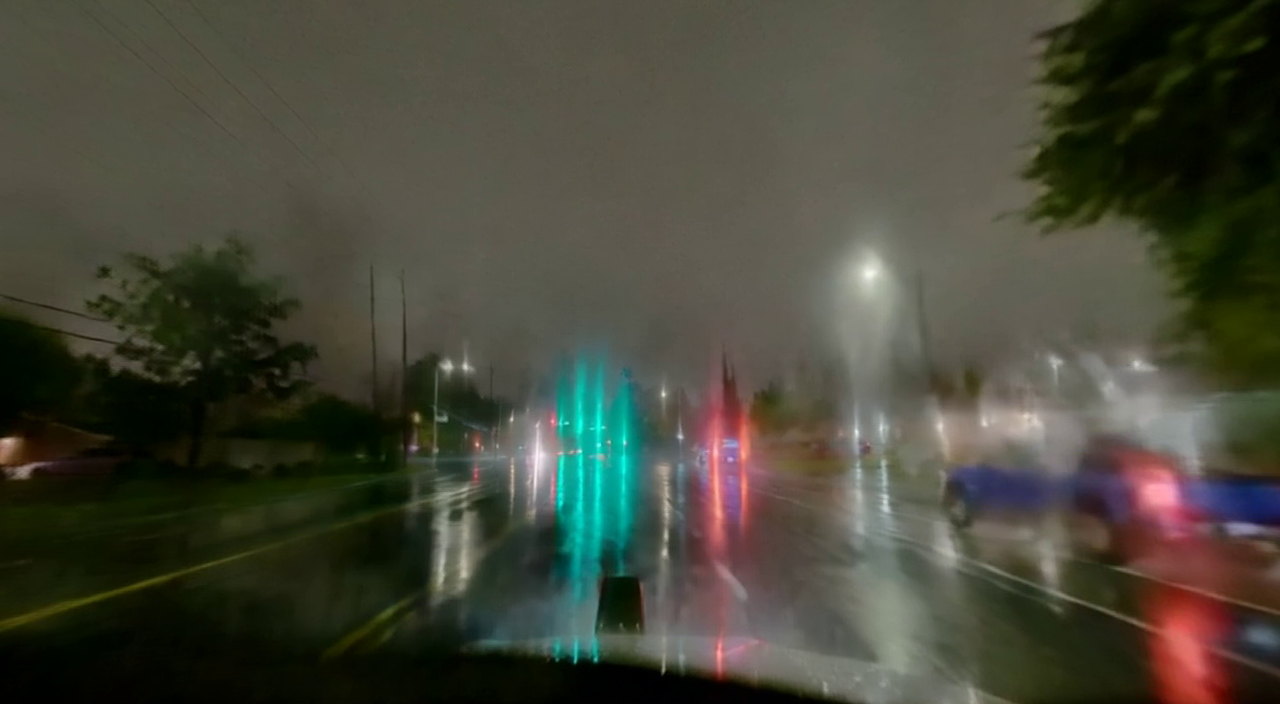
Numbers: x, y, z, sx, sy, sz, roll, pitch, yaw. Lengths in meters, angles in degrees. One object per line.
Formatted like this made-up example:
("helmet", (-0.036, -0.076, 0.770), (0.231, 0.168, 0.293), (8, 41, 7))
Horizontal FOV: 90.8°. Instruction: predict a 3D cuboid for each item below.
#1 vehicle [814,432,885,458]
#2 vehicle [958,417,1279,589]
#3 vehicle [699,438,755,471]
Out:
("vehicle", (15.820, 6.991, 47.810), (4.623, 1.741, 1.924), (-2, -7, -4))
("vehicle", (6.544, 1.851, 8.666), (2.024, 1.710, 4.525), (0, -8, 0))
("vehicle", (5.164, 6.210, 38.547), (2.285, 1.868, 5.575), (1, -8, -4))
